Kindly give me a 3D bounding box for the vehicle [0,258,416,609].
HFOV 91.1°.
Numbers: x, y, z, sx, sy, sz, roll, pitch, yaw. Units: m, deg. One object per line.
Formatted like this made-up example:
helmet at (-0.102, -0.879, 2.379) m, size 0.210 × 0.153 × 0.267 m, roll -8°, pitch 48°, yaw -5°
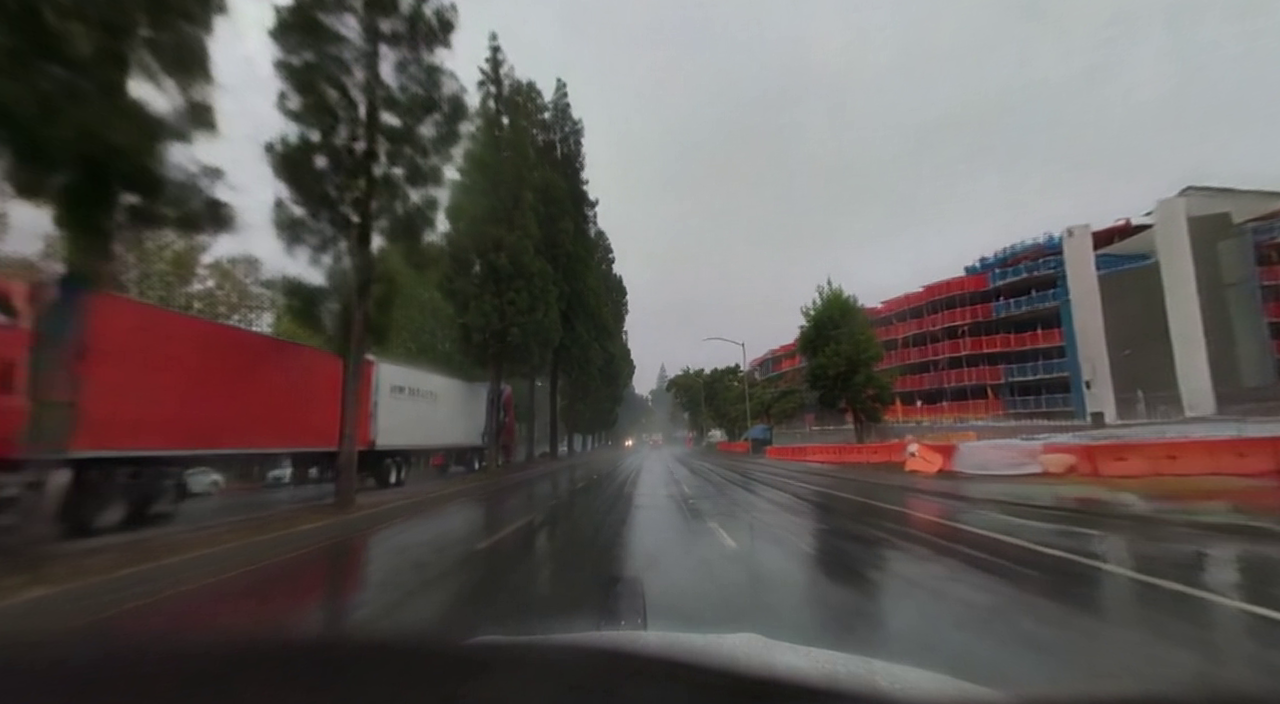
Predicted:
vehicle at (-7.398, 1.475, 11.168) m, size 3.032 × 3.524 × 9.640 m, roll -1°, pitch -8°, yaw 2°
